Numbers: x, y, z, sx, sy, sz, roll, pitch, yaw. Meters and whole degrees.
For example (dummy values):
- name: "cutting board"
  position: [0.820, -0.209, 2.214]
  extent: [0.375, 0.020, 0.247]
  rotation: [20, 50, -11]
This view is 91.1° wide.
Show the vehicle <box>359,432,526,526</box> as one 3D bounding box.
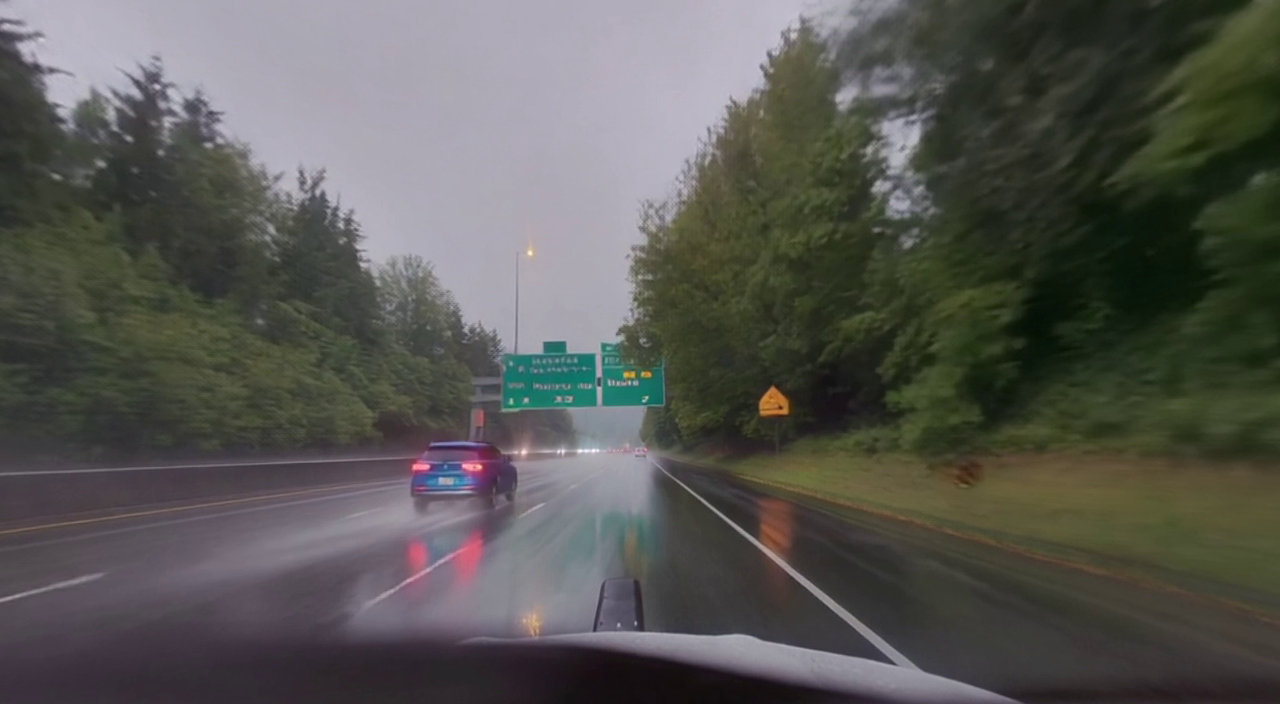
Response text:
- name: "vehicle"
  position: [-3.900, 2.595, 13.341]
  extent: [2.104, 1.626, 4.283]
  rotation: [-1, -9, 1]
